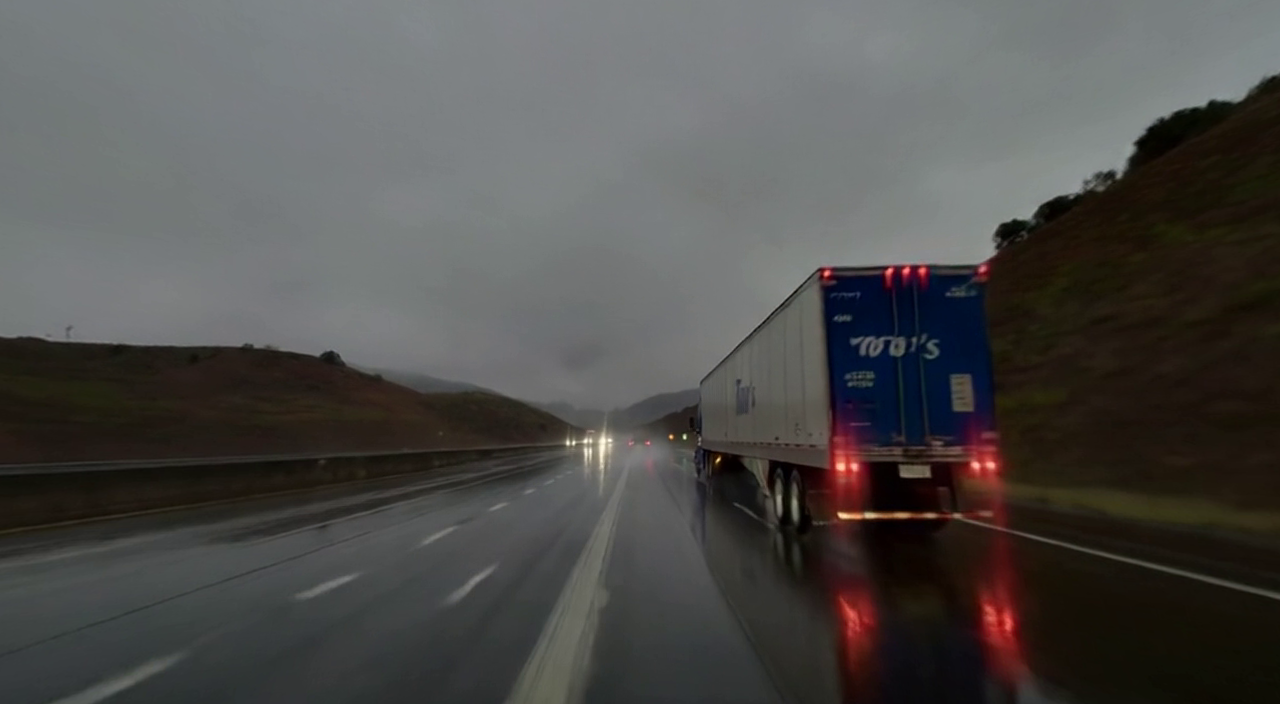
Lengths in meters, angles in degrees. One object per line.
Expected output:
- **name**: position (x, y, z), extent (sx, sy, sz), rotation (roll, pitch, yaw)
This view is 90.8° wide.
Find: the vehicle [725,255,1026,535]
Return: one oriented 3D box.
- **vehicle**: position (4.221, 1.295, 14.536), extent (3.039, 4.342, 9.556), rotation (0, -8, -1)
